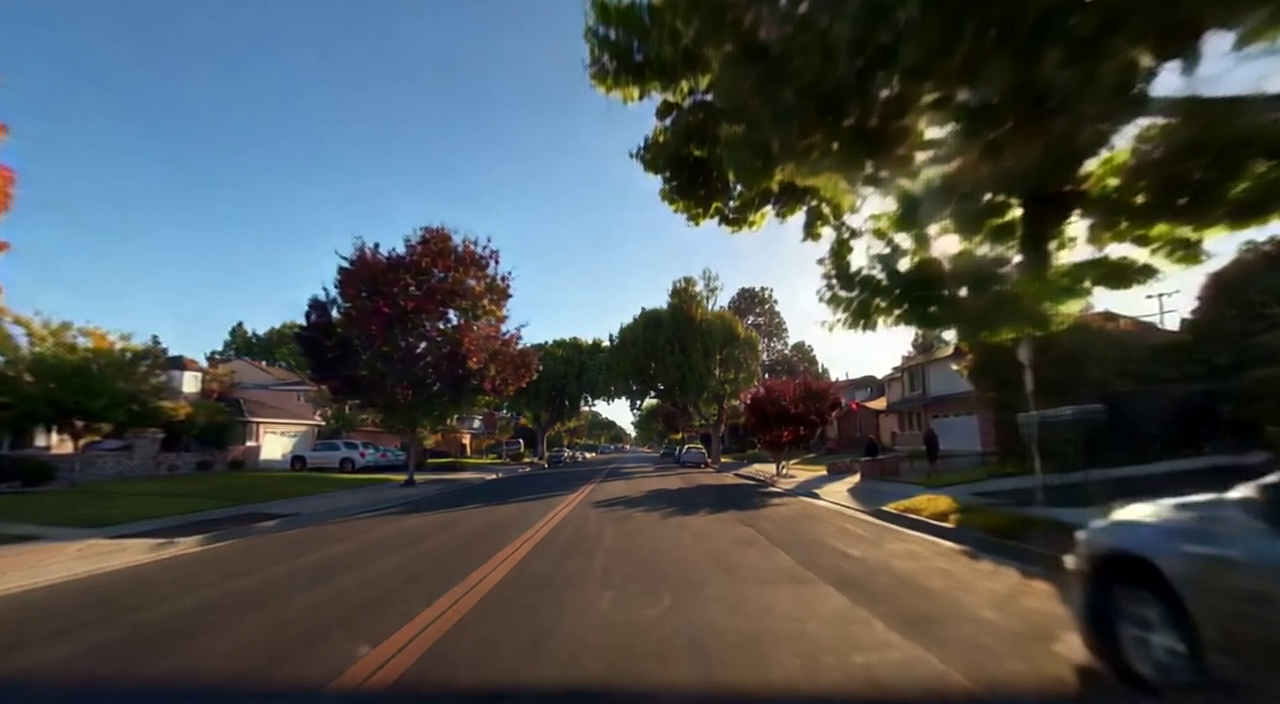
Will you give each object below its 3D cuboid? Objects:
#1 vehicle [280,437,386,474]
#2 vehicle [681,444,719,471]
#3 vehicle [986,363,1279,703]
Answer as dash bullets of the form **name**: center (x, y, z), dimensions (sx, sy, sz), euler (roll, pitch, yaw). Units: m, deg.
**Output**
- **vehicle**: center (-15.413, 5.233, 31.768), dimensions (4.320, 1.767, 1.951), euler (-1, -9, 2)
- **vehicle**: center (3.765, 6.695, 40.220), dimensions (1.917, 1.569, 4.460), euler (0, -8, -1)
- **vehicle**: center (3.685, 0.863, 2.259), dimensions (2.316, 1.695, 4.596), euler (0, -8, 1)
